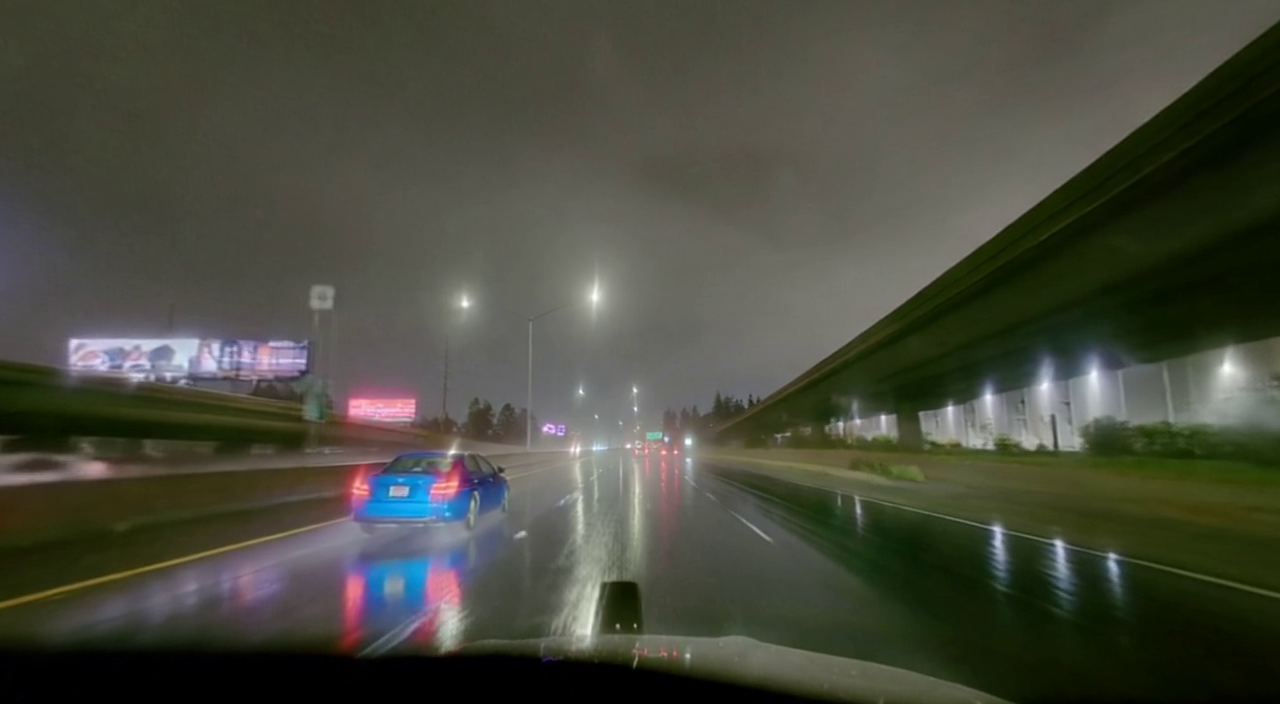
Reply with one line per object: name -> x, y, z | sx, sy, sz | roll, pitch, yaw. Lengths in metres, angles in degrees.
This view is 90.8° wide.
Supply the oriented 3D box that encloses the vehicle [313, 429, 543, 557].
vehicle -> -2.968, 2.085, 10.122 | 2.029, 1.557, 4.570 | 0, -9, 1
